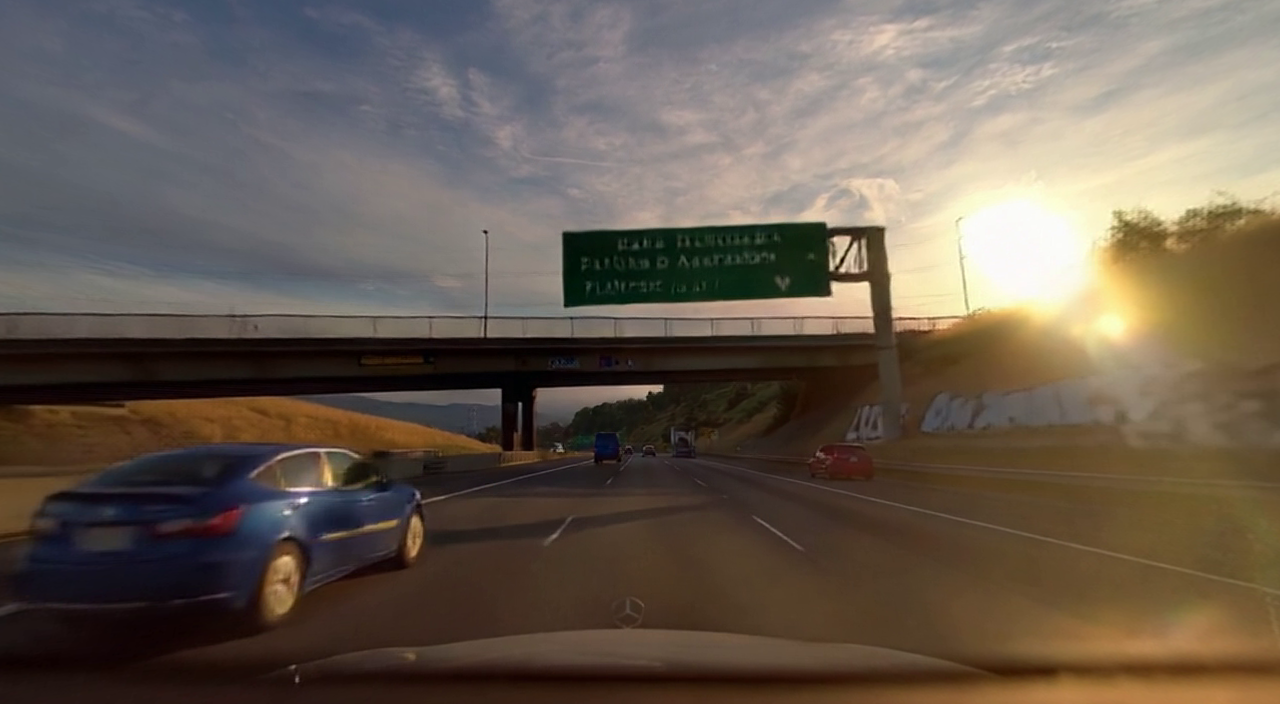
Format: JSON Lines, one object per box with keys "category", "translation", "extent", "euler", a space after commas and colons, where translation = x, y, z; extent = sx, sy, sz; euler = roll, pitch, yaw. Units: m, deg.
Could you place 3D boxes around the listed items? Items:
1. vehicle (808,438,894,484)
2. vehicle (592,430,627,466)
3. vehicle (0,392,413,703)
{"category": "vehicle", "translation": [8.337, 4.359, 25.317], "extent": [1.936, 1.664, 4.198], "euler": [0, -9, -1]}
{"category": "vehicle", "translation": [-2.316, 7.553, 49.453], "extent": [2.451, 2.627, 5.868], "euler": [0, -9, 0]}
{"category": "vehicle", "translation": [-3.148, 1.083, 3.427], "extent": [2.029, 1.472, 4.721], "euler": [0, -9, 1]}
